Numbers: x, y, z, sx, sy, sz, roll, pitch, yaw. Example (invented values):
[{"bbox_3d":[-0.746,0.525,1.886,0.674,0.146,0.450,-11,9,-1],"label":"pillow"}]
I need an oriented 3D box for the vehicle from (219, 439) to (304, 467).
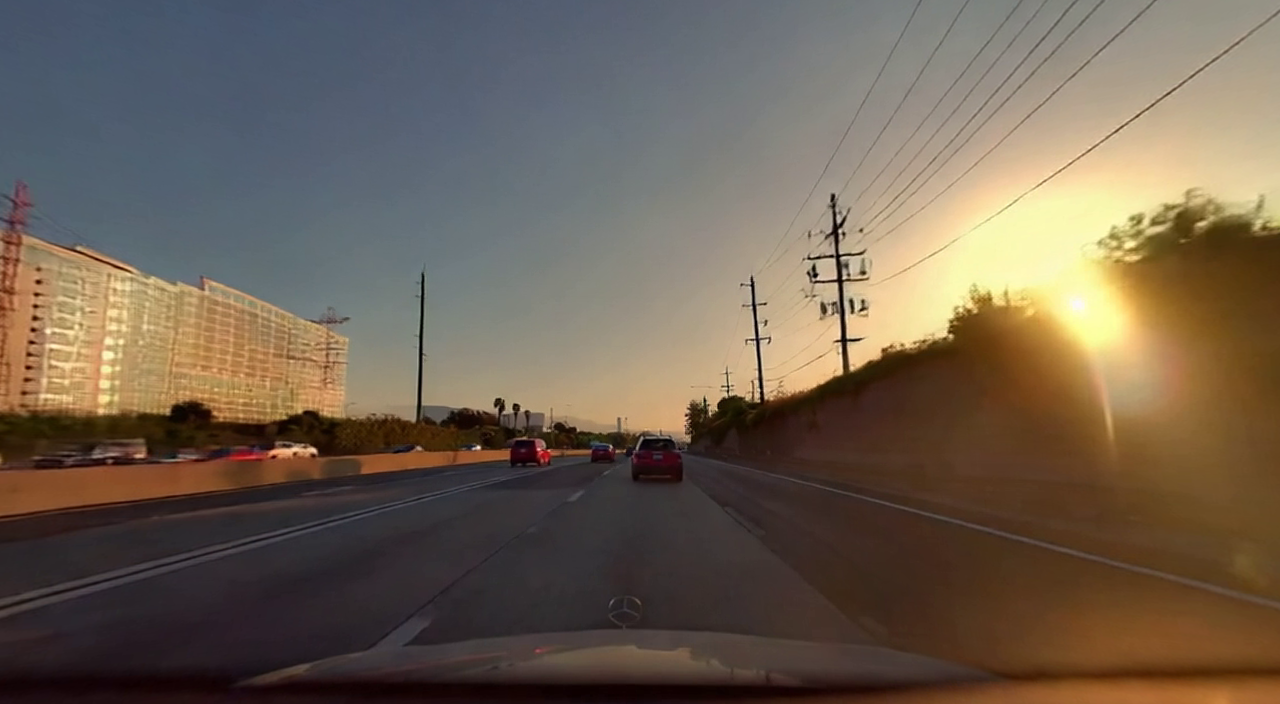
[{"bbox_3d":[-24.915,6.656,41.846,2.202,1.736,5.775,0,-8,-1],"label":"vehicle"}]

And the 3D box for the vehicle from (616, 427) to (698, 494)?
[{"bbox_3d":[0.433,3.123,18.512,2.134,1.733,4.049,0,-8,0],"label":"vehicle"}]

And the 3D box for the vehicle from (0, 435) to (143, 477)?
[{"bbox_3d":[-28.371,5.203,31.730,2.154,1.901,5.667,0,-8,-1],"label":"vehicle"}]

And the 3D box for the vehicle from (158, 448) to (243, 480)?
[{"bbox_3d":[-21.049,5.362,30.387,1.554,1.383,3.462,0,-8,0],"label":"vehicle"}]

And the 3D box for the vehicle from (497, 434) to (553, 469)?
[{"bbox_3d":[-6.522,5.714,36.319,2.220,1.841,4.516,0,-8,2],"label":"vehicle"}]
